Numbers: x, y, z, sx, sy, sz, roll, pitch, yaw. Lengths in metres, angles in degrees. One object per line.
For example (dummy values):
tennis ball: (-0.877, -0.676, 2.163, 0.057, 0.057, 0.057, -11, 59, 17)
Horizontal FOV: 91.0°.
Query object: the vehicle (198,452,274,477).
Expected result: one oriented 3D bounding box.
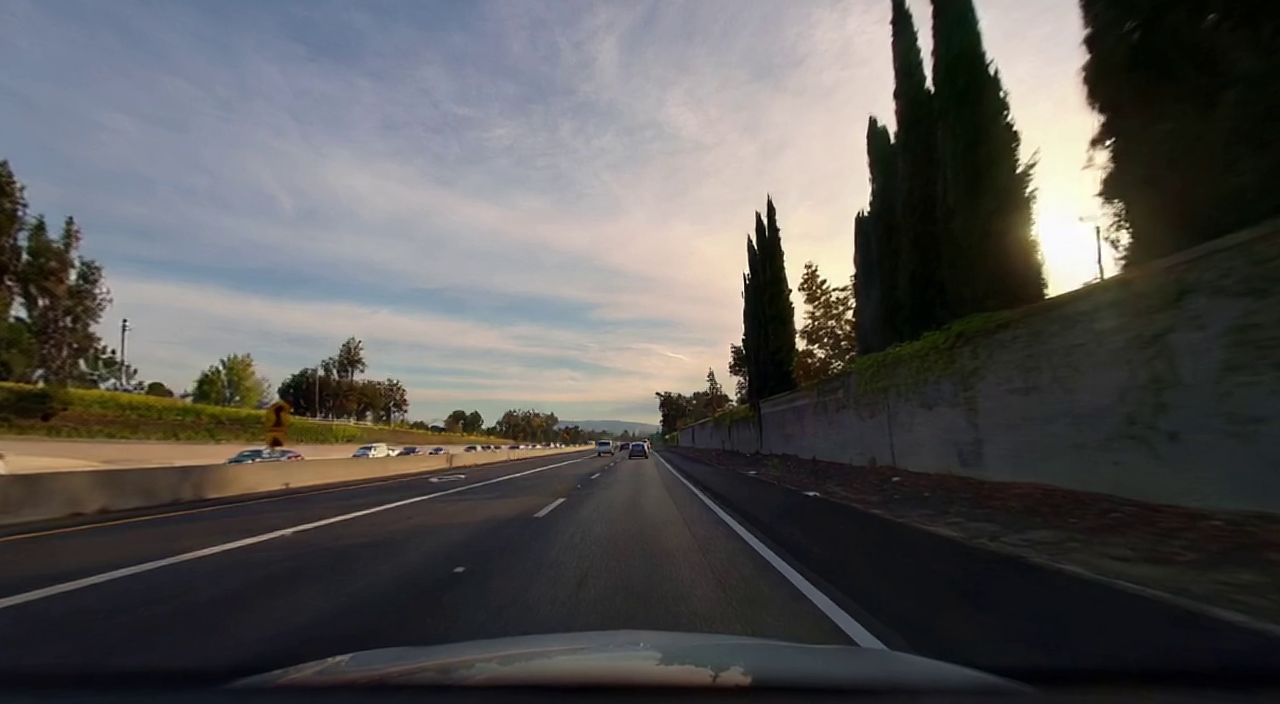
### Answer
vehicle: (-26.032, 7.243, 40.807, 1.860, 1.536, 4.560, 0, -9, 0)
